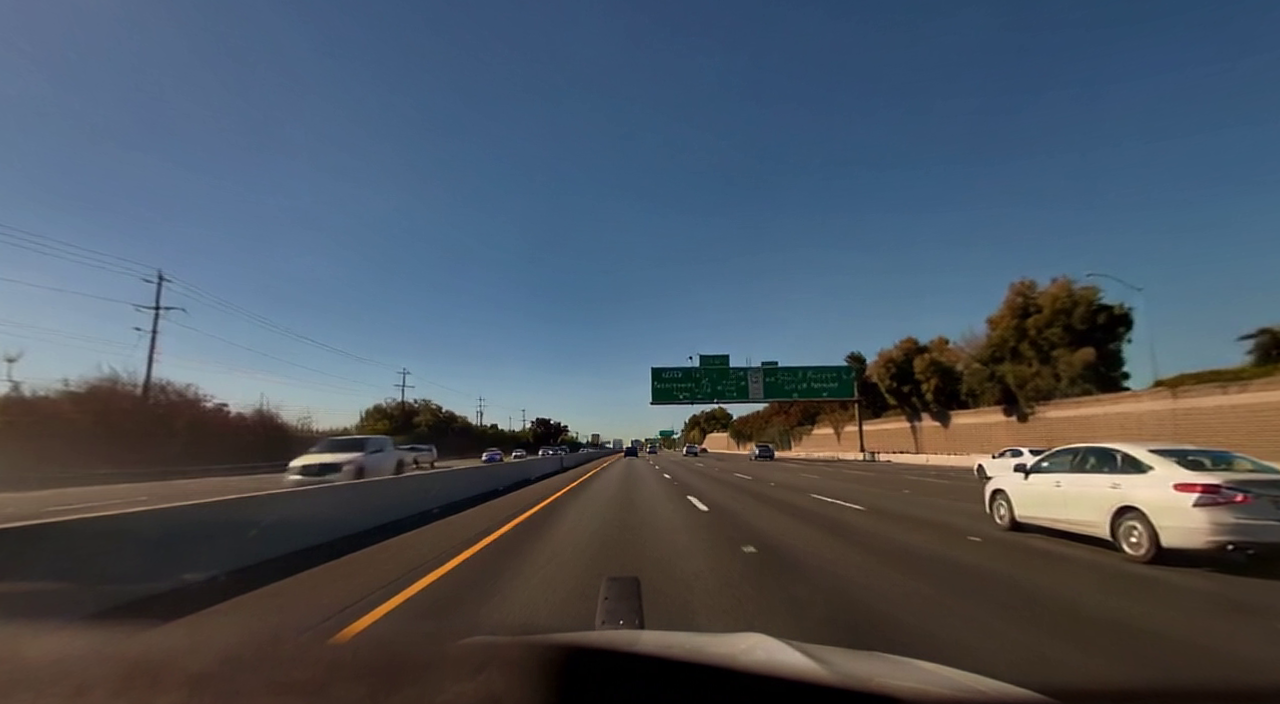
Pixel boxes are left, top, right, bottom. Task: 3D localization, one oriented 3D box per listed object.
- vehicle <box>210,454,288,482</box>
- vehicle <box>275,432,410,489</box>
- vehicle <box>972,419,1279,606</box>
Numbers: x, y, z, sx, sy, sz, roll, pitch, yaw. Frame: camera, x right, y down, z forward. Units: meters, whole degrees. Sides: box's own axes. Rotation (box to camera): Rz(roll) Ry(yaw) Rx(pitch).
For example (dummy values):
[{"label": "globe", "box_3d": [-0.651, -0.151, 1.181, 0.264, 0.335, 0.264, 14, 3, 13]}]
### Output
[{"label": "vehicle", "box_3d": [-23.134, 6.858, 37.623, 1.848, 1.468, 4.461, 0, -8, -1]}, {"label": "vehicle", "box_3d": [-8.791, 3.211, 19.174, 1.884, 1.485, 4.376, 0, -8, 1]}, {"label": "vehicle", "box_3d": [5.992, 1.611, 7.254, 1.821, 1.470, 4.633, 0, -9, 0]}]
